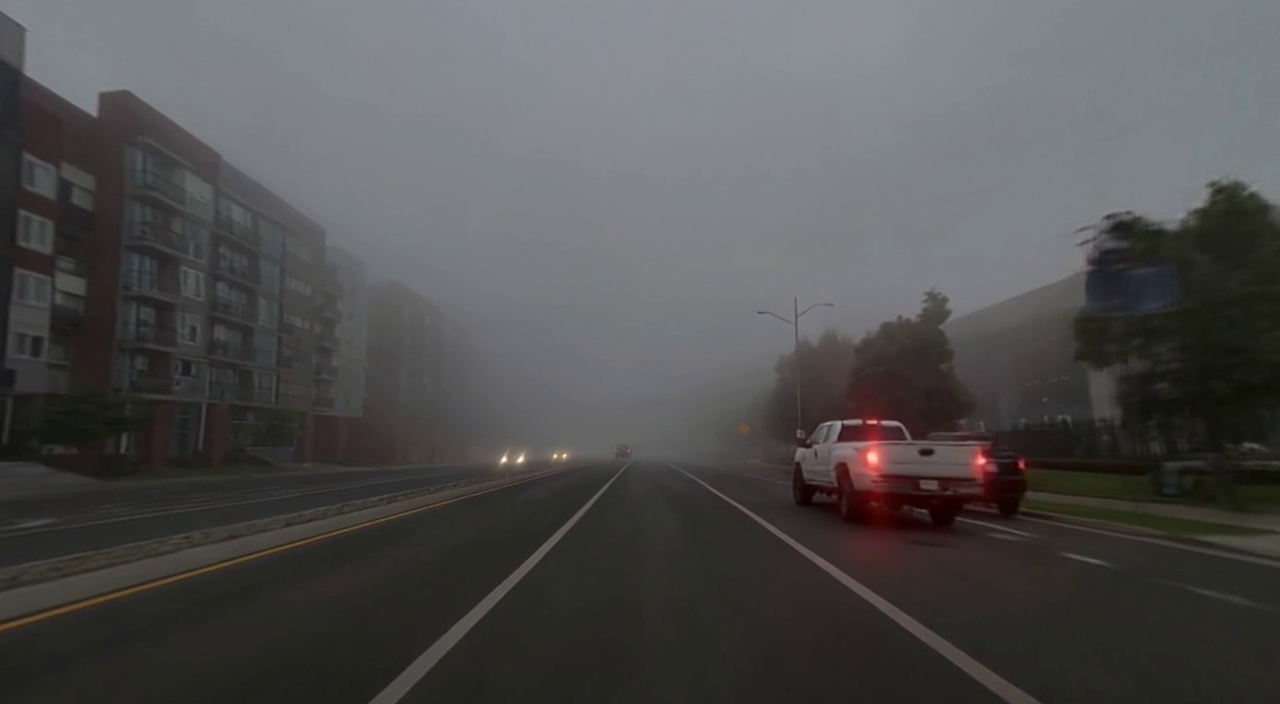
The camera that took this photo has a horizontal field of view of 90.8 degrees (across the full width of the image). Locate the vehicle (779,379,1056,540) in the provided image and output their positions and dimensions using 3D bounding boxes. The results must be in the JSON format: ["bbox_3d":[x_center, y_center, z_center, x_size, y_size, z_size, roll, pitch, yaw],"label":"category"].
[{"bbox_3d":[4.812,2.044,12.492,2.723,2.409,5.869,0,-9,-1],"label":"vehicle"}]
